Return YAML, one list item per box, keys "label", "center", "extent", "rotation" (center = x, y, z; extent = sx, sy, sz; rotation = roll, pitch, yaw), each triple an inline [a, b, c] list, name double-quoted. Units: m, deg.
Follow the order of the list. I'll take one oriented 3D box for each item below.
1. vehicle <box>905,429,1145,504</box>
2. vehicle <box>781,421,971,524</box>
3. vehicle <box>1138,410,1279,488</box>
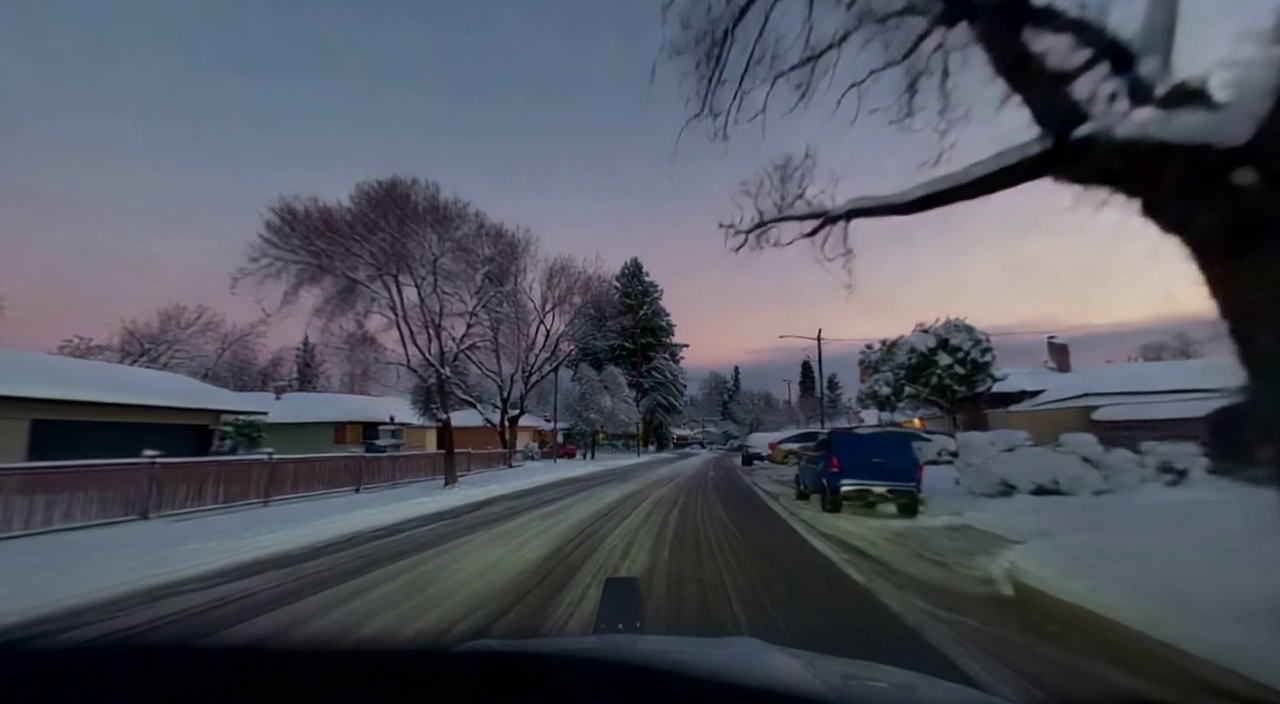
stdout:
- label: "vehicle"
  center: [8.327, 2.499, 13.997]
  extent: [4.057, 1.483, 1.828]
  rotation: [-1, -8, 3]
- label: "vehicle"
  center: [4.430, 2.324, 12.808]
  extent: [2.051, 1.676, 4.497]
  rotation: [-1, -8, -1]
- label: "vehicle"
  center: [13.267, 1.969, 12.966]
  extent: [4.246, 1.488, 1.943]
  rotation: [-2, -8, 14]
